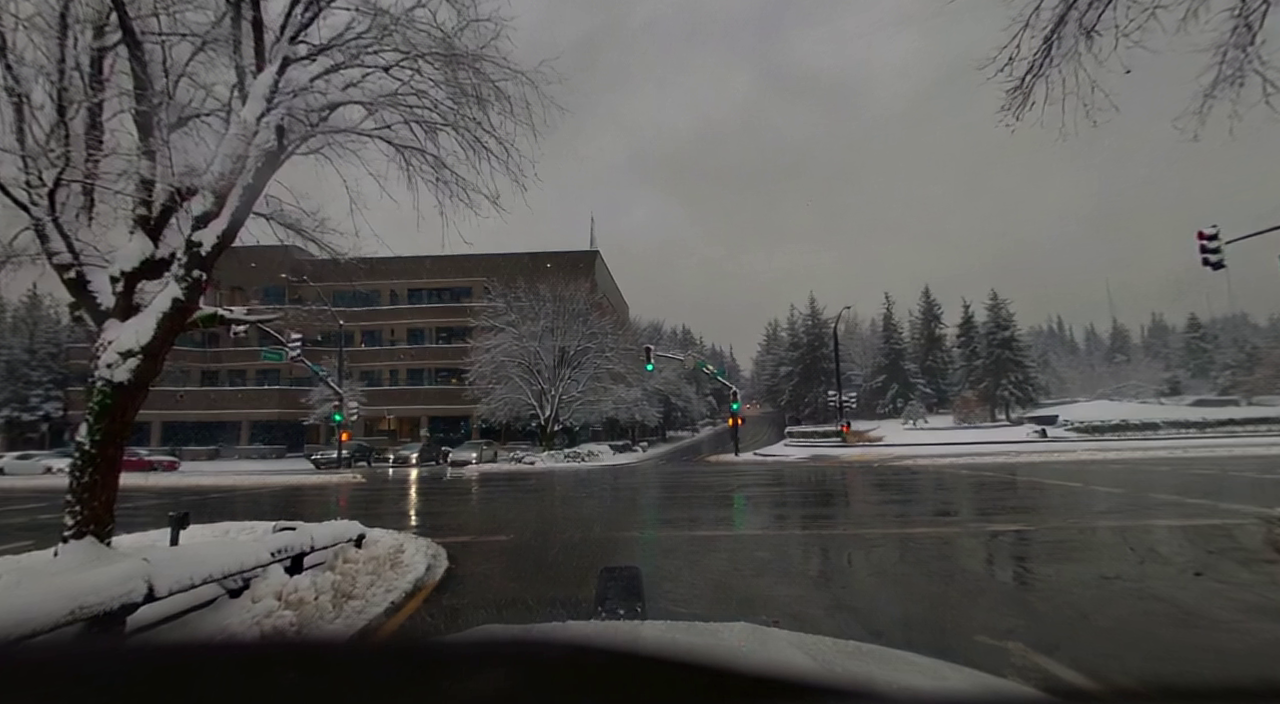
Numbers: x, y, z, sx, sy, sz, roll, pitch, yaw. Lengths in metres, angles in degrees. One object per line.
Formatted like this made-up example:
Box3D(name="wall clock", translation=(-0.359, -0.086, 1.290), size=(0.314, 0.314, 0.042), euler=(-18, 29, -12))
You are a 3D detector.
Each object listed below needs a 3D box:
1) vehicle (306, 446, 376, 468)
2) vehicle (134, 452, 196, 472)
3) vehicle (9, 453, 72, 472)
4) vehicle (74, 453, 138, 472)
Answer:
Box3D(name="vehicle", translation=(-22.011, 7.763, 46.570), size=(4.207, 1.508, 1.875), euler=(-1, -9, 3))
Box3D(name="vehicle", translation=(-36.460, 8.459, 48.580), size=(1.709, 1.410, 3.945), euler=(0, -9, -1))
Box3D(name="vehicle", translation=(-46.376, 8.555, 48.930), size=(1.627, 1.392, 3.330), euler=(0, -9, -1))
Box3D(name="vehicle", translation=(-41.410, 8.568, 49.086), size=(1.651, 1.379, 3.787), euler=(0, -9, 0))
